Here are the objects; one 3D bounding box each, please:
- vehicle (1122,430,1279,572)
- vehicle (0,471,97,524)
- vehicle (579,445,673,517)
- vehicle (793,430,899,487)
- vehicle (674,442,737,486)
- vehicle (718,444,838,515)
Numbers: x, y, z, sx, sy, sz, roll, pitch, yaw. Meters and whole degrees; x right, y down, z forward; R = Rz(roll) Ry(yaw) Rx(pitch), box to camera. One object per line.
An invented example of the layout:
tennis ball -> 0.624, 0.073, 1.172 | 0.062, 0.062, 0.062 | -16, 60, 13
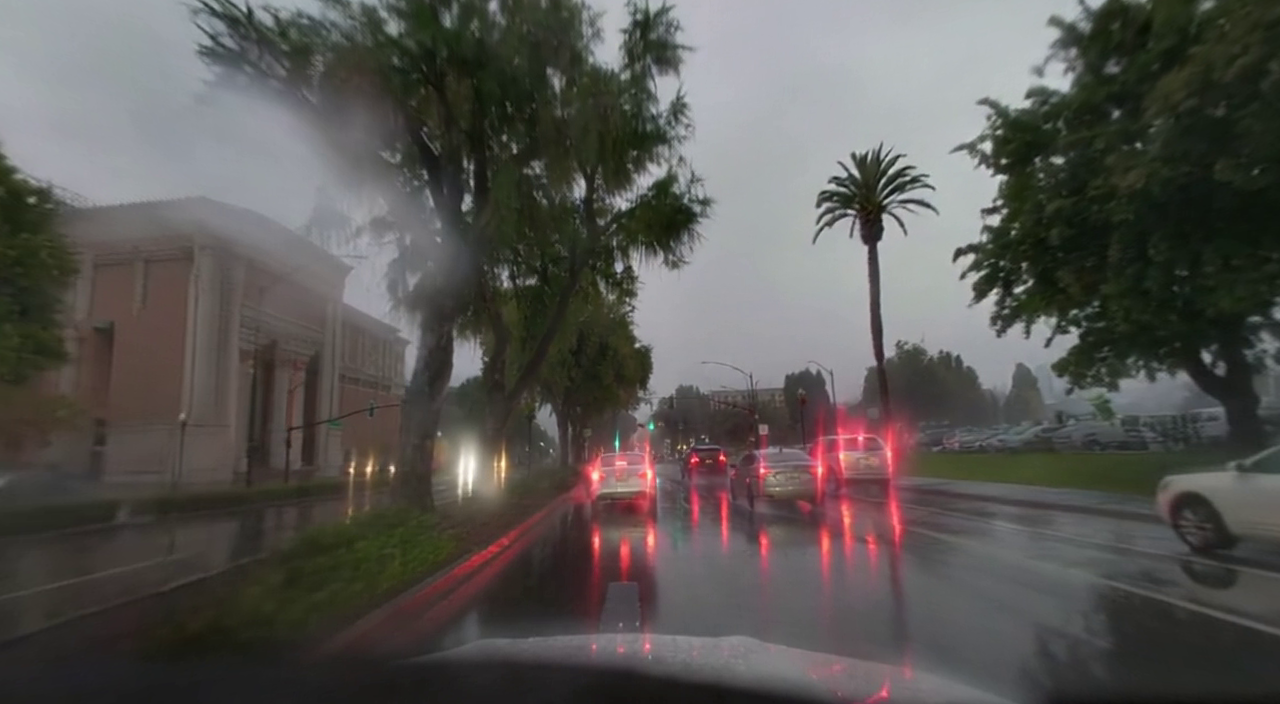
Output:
vehicle -> 8.144, 1.588, 6.653 | 1.970, 1.559, 4.911 | 0, -8, -5
vehicle -> -20.560, 4.701, 20.537 | 1.935, 1.479, 4.453 | 0, -9, -3
vehicle -> -0.336, 3.106, 15.729 | 2.050, 1.521, 3.747 | -1, -9, -1
vehicle -> 7.855, 4.090, 24.759 | 2.200, 1.933, 5.123 | -1, -8, -3
vehicle -> 3.083, 5.531, 31.681 | 2.127, 1.854, 7.971 | -1, -9, -1
vehicle -> 3.201, 3.050, 15.597 | 1.833, 1.465, 4.258 | 0, -9, -2
